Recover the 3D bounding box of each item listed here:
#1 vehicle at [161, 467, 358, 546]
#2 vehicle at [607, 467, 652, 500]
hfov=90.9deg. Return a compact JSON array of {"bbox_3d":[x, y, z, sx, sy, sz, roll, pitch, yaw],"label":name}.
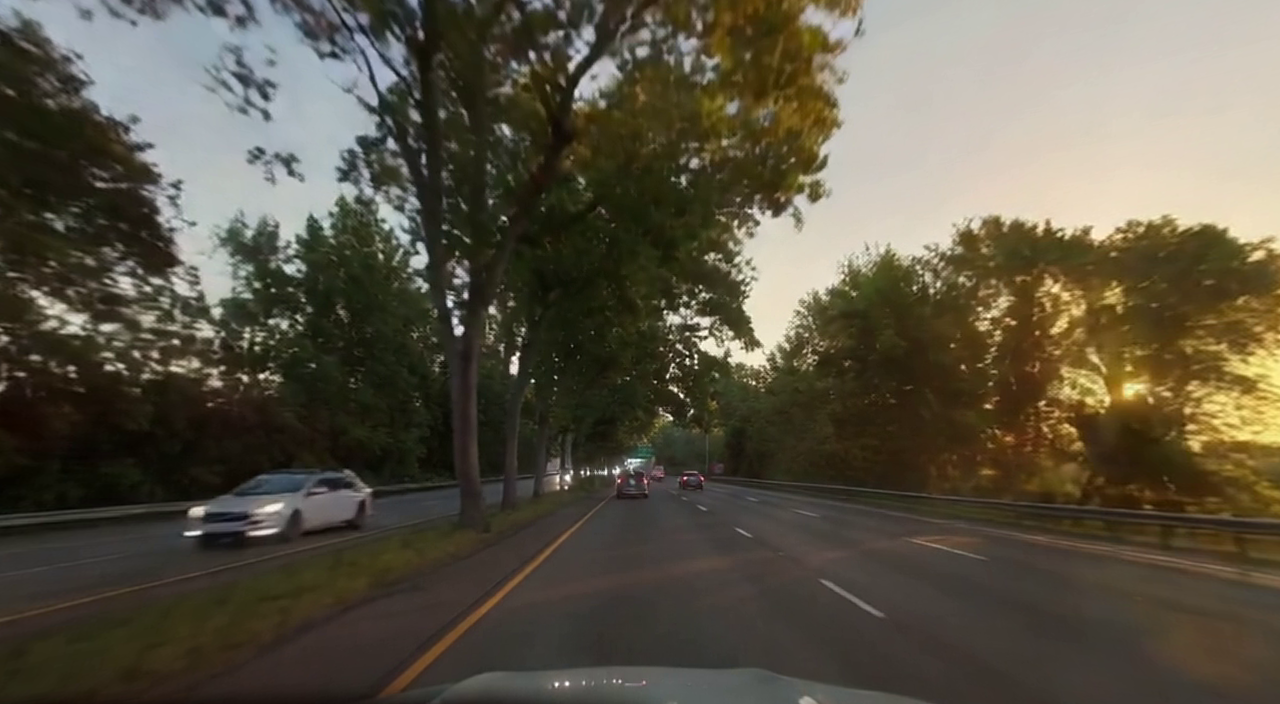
[{"bbox_3d":[-8.341,3.378,14.327,1.970,1.493,3.879,1,-10,1],"label":"vehicle"},{"bbox_3d":[-0.495,6.460,31.092,2.060,1.473,3.726,1,-10,0],"label":"vehicle"}]
